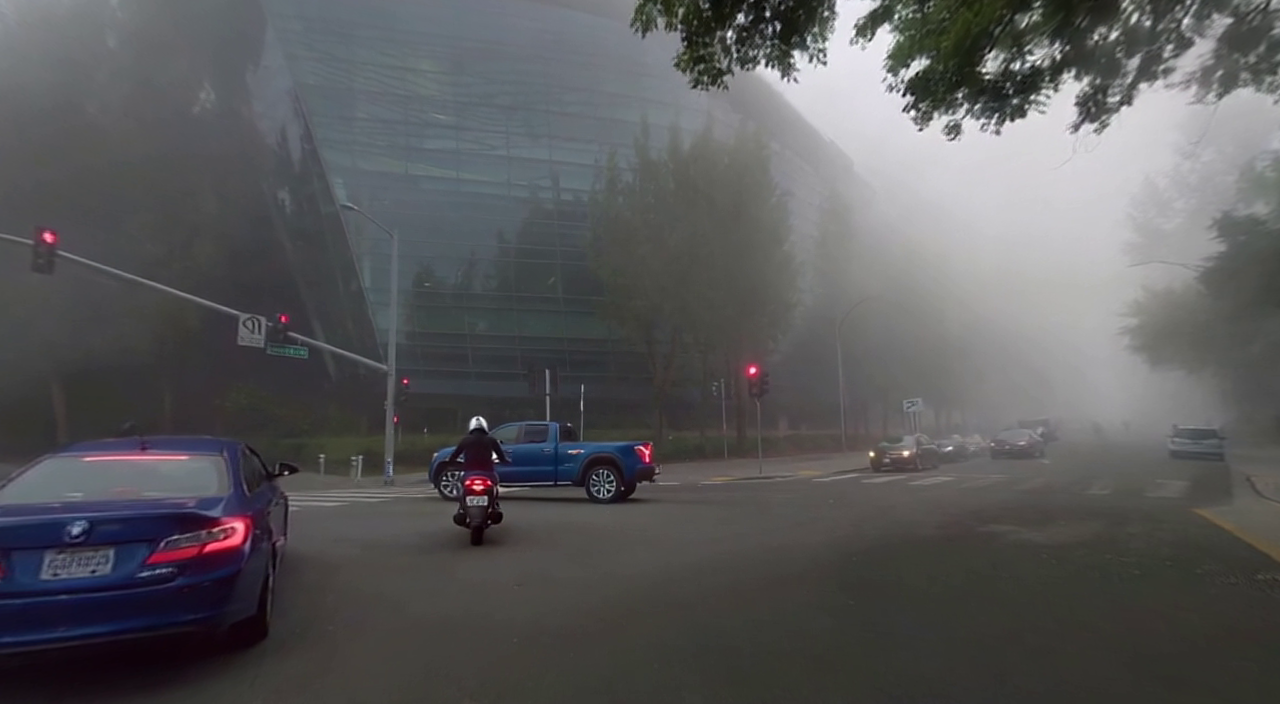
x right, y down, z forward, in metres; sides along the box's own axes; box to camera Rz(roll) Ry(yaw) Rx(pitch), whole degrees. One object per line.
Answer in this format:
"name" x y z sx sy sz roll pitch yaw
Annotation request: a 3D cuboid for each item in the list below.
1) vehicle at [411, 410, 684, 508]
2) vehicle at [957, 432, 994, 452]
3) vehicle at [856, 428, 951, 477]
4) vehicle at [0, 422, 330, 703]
"vehicle" -2.136 2.421 14.690 5.833 1.960 2.341 2 -9 -16
"vehicle" 26.170 7.044 49.126 2.087 1.475 4.278 -6 -10 32
"vehicle" 10.205 3.815 24.213 2.084 1.656 4.583 -7 -11 38
"vehicle" -4.080 1.372 5.157 2.009 1.450 4.182 6 -10 -35
